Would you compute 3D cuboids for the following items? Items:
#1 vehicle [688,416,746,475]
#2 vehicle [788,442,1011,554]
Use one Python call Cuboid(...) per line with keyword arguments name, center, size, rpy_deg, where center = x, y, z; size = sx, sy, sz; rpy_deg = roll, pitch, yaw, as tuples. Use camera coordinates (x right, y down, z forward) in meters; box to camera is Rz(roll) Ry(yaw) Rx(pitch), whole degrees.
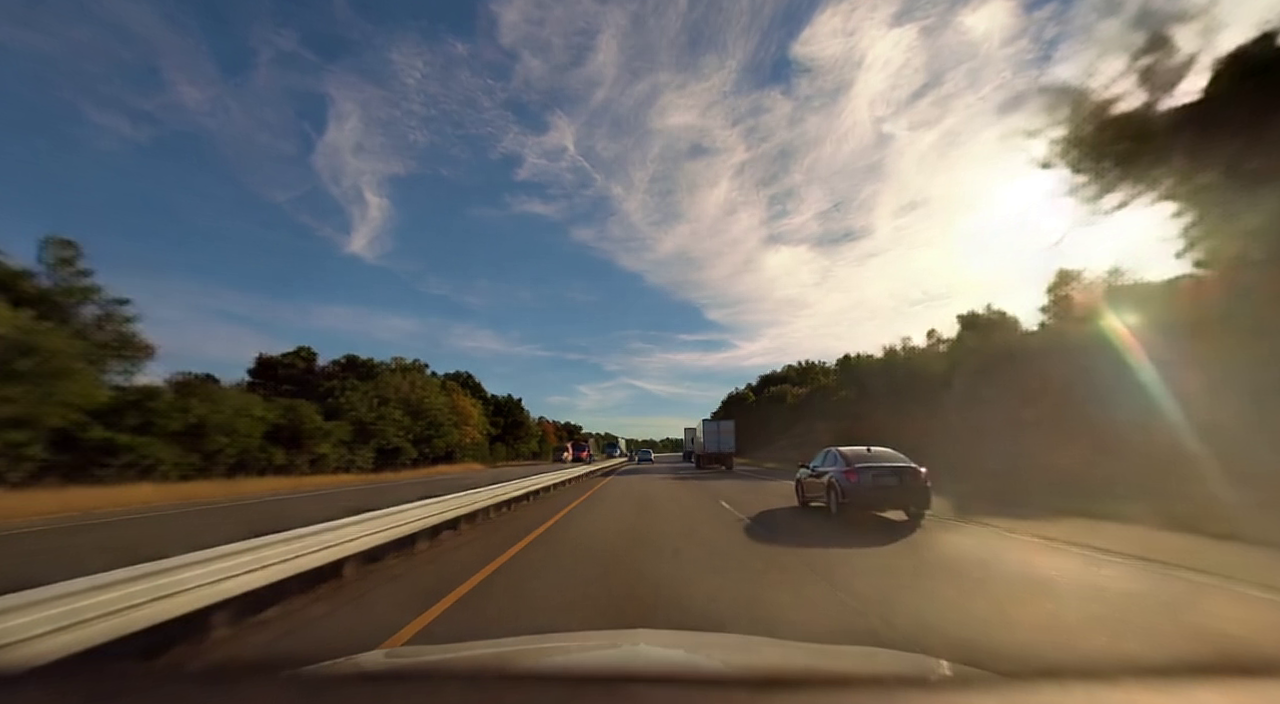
Cuboid(name="vehicle", center=(5.140, 6.584, 44.242), size=(2.866, 3.558, 11.674), rpy_deg=(0, -9, 1))
Cuboid(name="vehicle", center=(3.910, 2.246, 10.390), size=(1.893, 1.442, 4.039), rpy_deg=(0, -9, -1))
